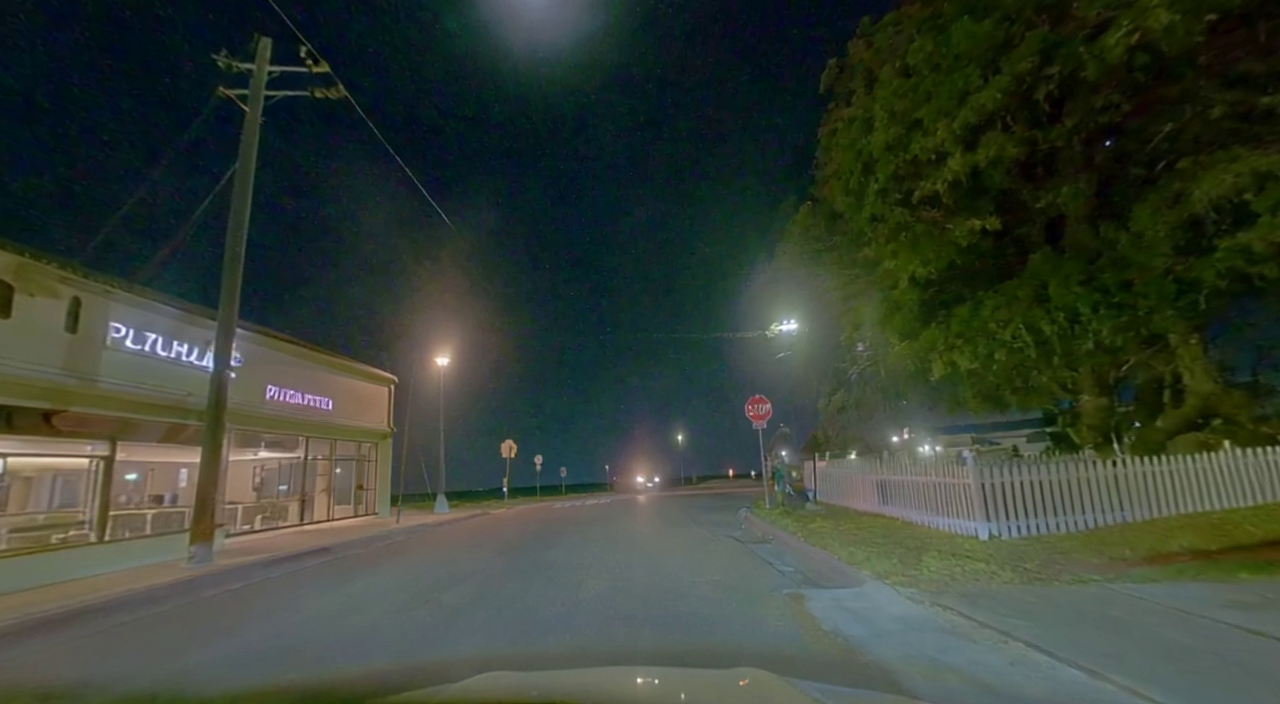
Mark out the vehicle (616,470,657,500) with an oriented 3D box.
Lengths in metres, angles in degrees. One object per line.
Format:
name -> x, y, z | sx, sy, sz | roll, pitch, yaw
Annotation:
vehicle -> -0.143, 8.047, 38.455 | 2.112, 1.479, 5.323 | -1, -9, 4
